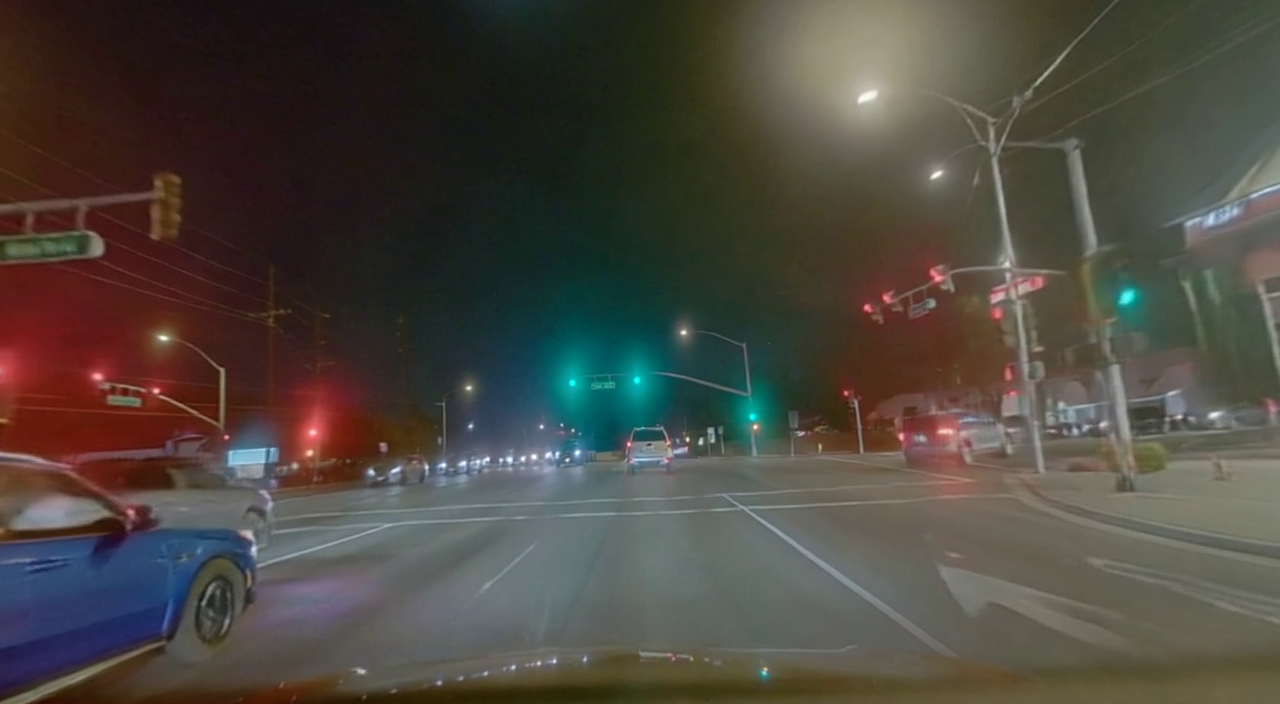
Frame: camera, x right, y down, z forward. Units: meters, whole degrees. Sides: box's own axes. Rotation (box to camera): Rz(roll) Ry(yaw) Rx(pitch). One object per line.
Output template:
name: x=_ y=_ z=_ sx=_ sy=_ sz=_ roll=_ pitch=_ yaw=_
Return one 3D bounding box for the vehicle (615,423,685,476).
vehicle: x=0.313 y=3.878 z=25.249 sx=2.513 sy=1.854 sz=5.235 roll=0 pitch=-8 yaw=-1

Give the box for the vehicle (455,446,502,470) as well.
vehicle: x=-11.393 y=7.500 z=44.846 sx=2.184 sy=1.641 sz=4.429 roll=0 pitch=-8 yaw=0

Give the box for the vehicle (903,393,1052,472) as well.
vehicle: x=10.895 y=2.609 z=20.117 sx=5.877 sy=2.148 sz=2.452 roll=8 pitch=-12 yaw=-44

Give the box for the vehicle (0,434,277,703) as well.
vehicle: x=-3.700 y=1.070 z=2.522 sx=1.996 sy=1.463 sz=4.094 roll=0 pitch=-8 yaw=1

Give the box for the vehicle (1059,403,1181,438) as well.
vehicle: x=25.585 y=3.694 z=33.735 sx=4.769 sy=1.486 sz=2.043 roll=-3 pitch=-8 yaw=1

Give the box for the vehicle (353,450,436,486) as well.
vehicle: x=-11.293 y=5.365 z=29.446 sx=2.016 sy=1.468 sz=4.612 roll=0 pitch=-8 yaw=0
